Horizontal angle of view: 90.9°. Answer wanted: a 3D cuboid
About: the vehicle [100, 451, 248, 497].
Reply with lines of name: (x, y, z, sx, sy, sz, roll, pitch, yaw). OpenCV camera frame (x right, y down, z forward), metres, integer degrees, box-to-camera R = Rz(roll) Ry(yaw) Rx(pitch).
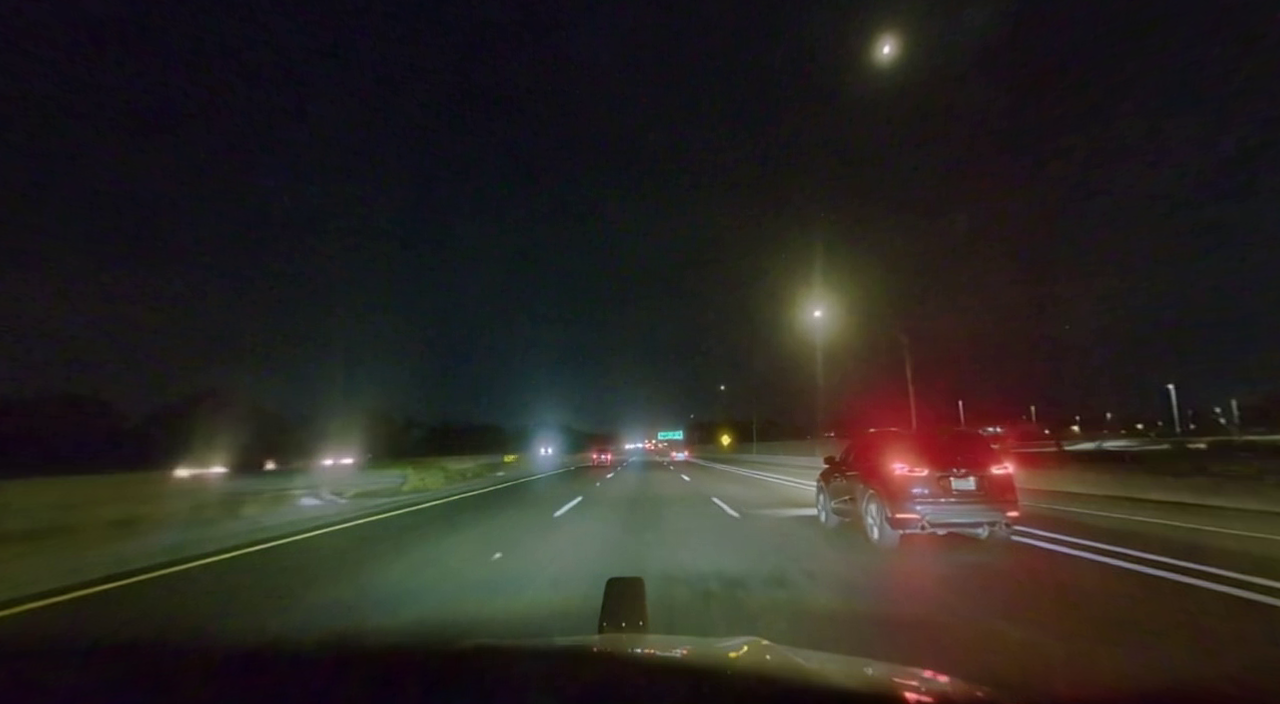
vehicle: (-16.448, 4.286, 22.604, 1.899, 1.438, 4.385, 0, -8, 1)

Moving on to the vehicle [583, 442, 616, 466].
vehicle: (-3.100, 7.903, 49.100, 2.319, 1.738, 4.355, 0, -8, 0)

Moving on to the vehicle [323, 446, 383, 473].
vehicle: (-19.667, 7.372, 43.402, 1.935, 1.717, 4.502, 0, -8, 0)
